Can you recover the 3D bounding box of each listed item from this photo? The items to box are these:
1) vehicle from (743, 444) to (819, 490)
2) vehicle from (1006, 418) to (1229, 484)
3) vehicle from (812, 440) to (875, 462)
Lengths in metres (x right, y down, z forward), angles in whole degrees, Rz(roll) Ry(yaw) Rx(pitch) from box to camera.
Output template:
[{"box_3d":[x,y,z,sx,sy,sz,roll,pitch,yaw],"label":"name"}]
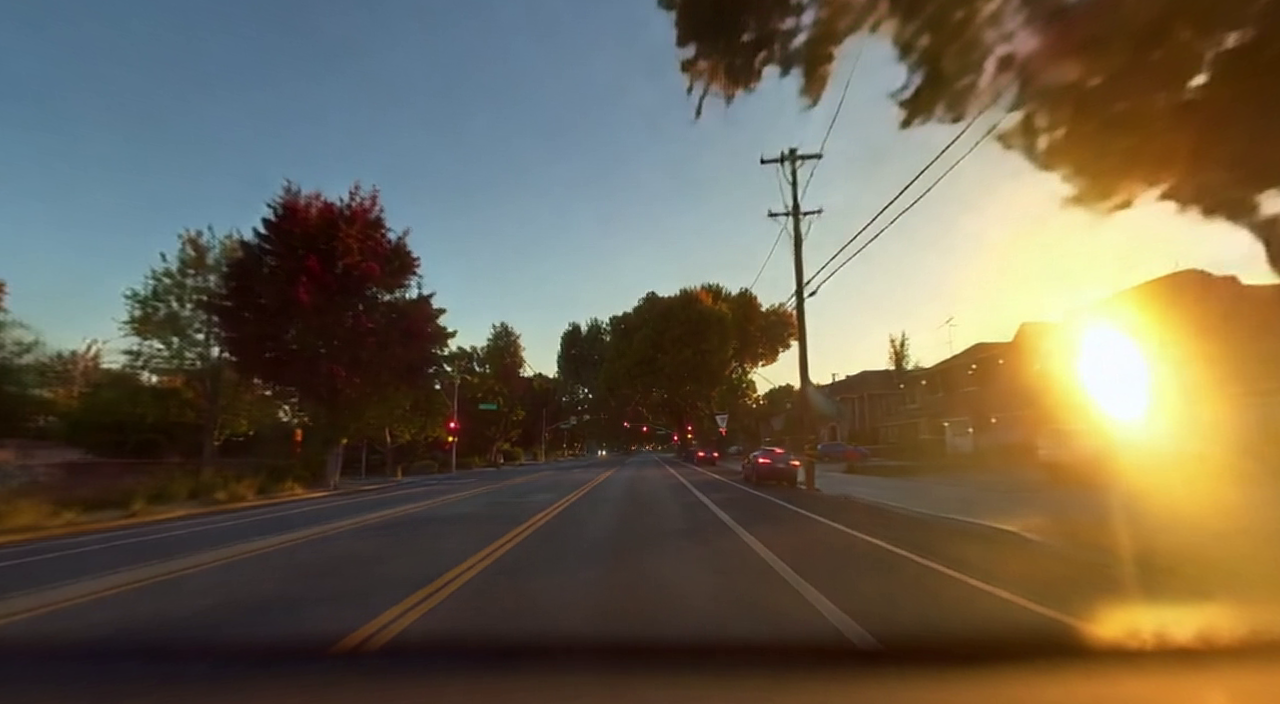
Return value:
[{"box_3d":[5.172,4.257,23.695,1.955,1.549,4.129,0,-9,1],"label":"vehicle"},{"box_3d":[12.849,2.702,17.218,4.476,1.686,1.878,0,-9,1],"label":"vehicle"},{"box_3d":[14.253,6.962,44.316,3.745,1.540,1.951,0,-9,1],"label":"vehicle"}]
